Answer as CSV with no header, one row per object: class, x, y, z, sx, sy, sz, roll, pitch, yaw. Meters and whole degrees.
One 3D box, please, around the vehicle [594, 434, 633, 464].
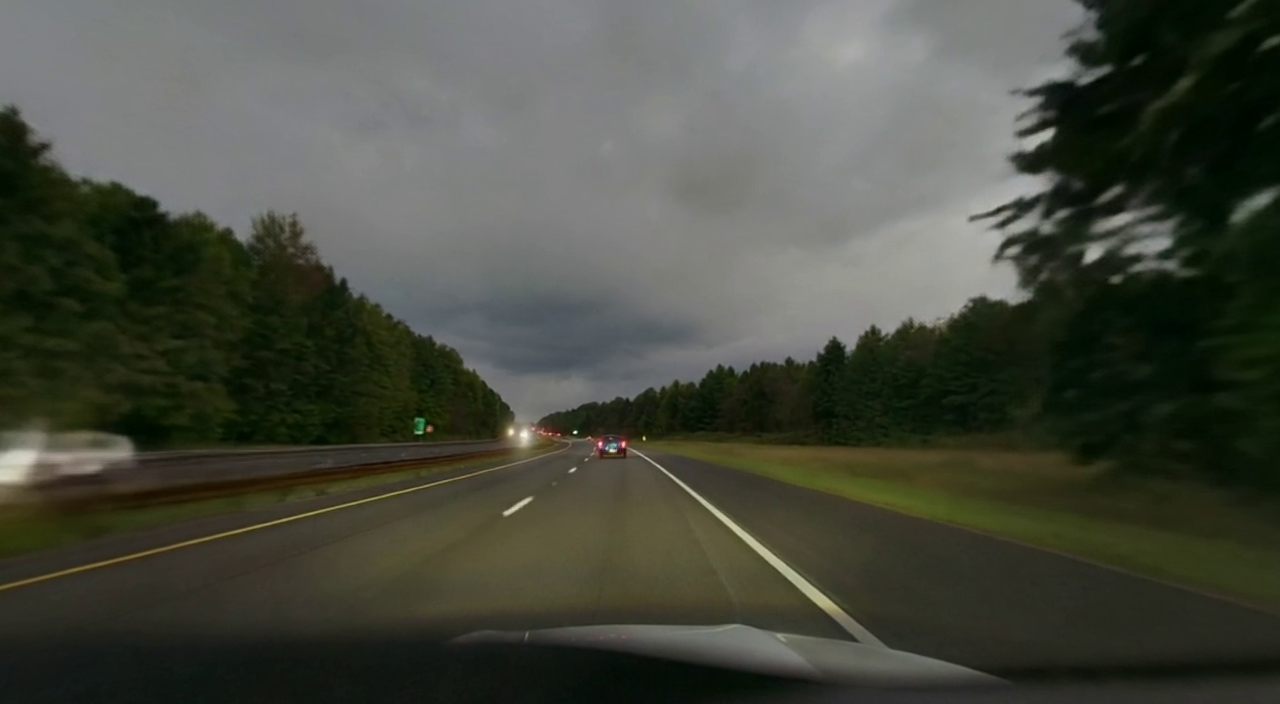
vehicle,-1.408,5.313,34.602,2.004,1.515,3.968,0,-8,-1
